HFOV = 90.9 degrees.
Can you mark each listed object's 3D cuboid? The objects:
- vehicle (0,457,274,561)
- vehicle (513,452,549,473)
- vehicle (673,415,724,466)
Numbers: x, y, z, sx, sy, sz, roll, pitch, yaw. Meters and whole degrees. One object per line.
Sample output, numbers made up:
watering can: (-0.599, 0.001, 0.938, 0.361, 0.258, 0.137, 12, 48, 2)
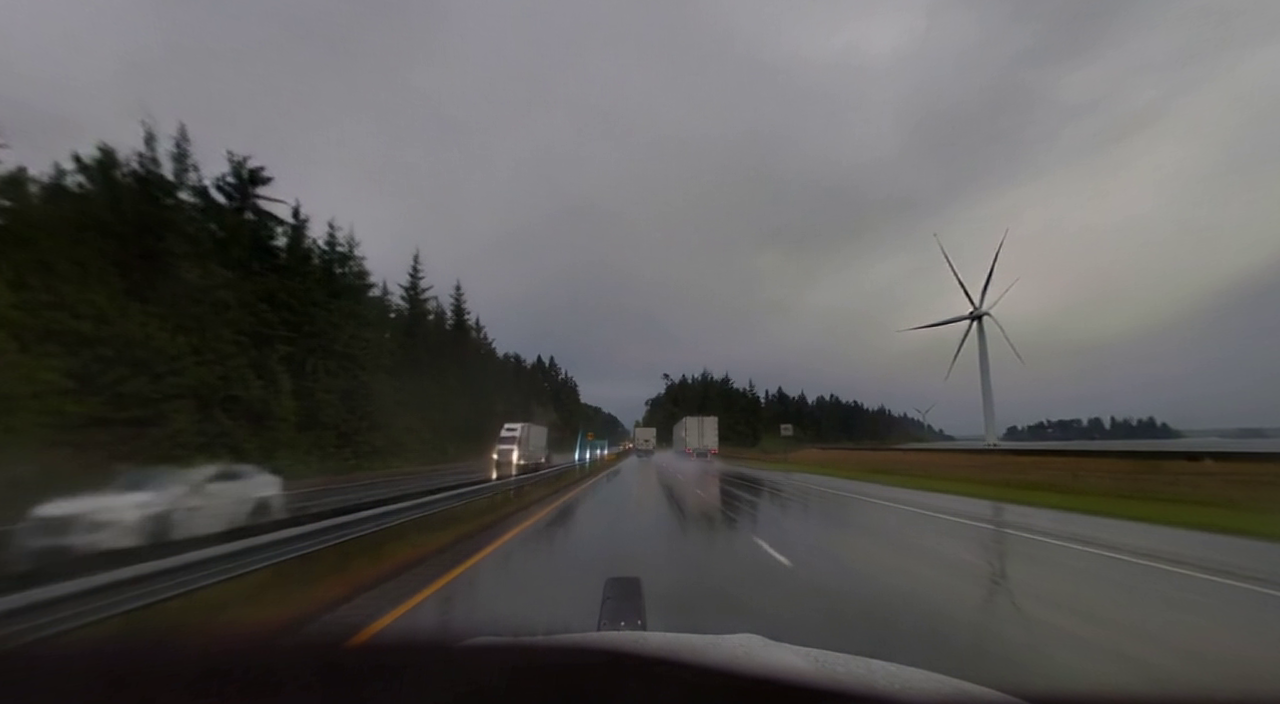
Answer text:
vehicle: (-8.793, 2.701, 11.469, 1.978, 1.498, 3.712, 0, -9, 0)
vehicle: (-7.856, 8.017, 45.764, 1.843, 1.456, 3.733, 0, -9, 1)
vehicle: (4.387, 7.024, 49.417, 2.903, 3.602, 9.351, 0, -9, -1)
